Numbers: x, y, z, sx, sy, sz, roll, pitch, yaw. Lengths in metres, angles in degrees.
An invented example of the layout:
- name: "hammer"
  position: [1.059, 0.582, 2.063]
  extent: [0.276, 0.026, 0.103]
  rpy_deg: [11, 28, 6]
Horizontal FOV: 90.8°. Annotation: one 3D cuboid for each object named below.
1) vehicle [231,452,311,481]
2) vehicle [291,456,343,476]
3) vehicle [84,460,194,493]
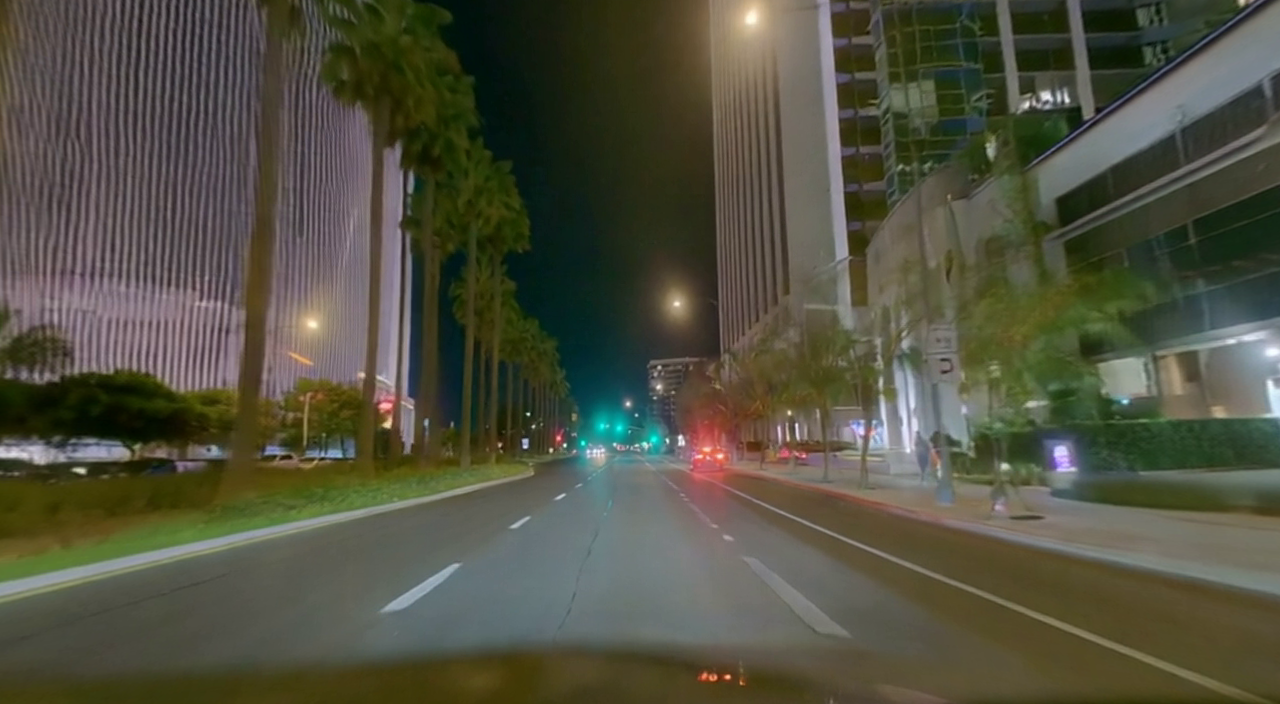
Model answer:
- name: "vehicle"
  position: [-25.089, 7.772, 43.295]
  extent: [2.062, 1.765, 5.897]
  rpy_deg: [0, -9, -1]
- name: "vehicle"
  position: [-24.774, 8.762, 48.658]
  extent: [1.751, 1.424, 4.506]
  rpy_deg: [0, -9, -2]
- name: "vehicle"
  position: [-24.953, 6.187, 31.719]
  extent: [2.080, 1.457, 4.424]
  rpy_deg: [0, -9, -3]
